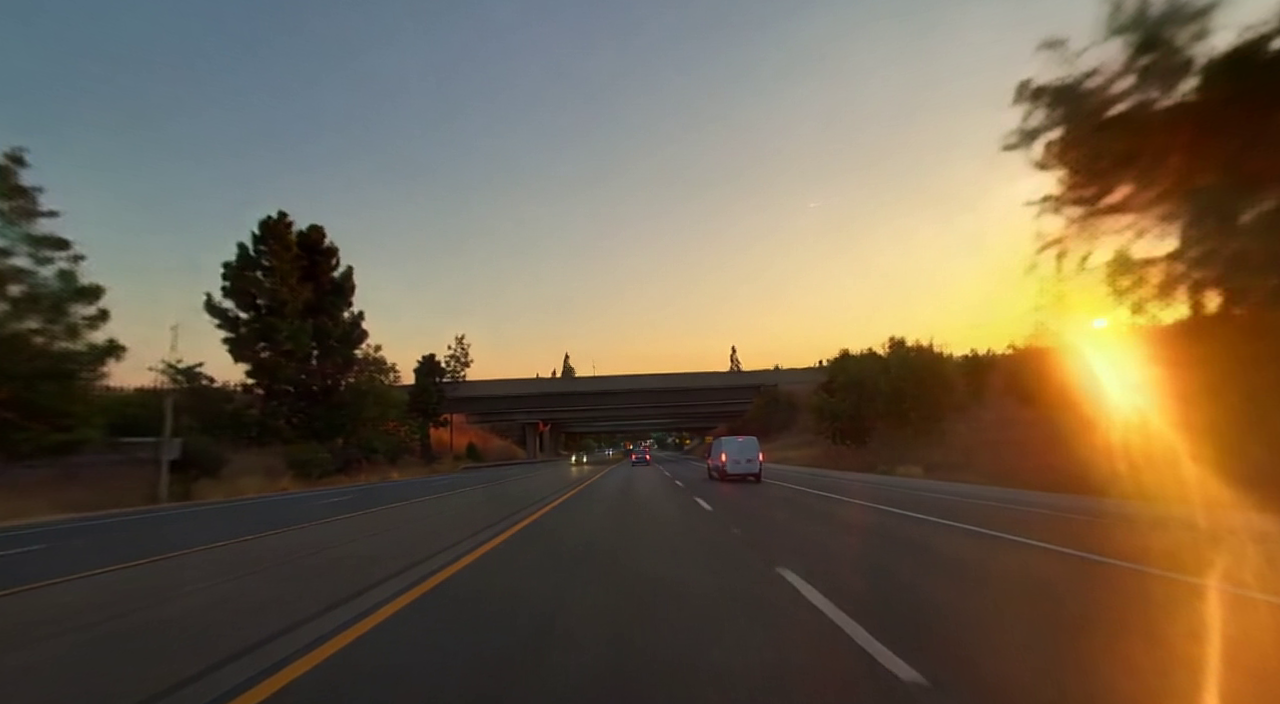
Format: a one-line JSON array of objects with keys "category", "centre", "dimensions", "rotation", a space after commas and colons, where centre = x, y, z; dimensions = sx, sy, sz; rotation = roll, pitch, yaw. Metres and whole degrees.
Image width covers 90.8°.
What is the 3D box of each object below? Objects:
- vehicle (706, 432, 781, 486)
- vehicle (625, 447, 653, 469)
[{"category": "vehicle", "centre": [4.125, 4.417, 26.236], "dimensions": [2.152, 1.998, 5.380], "rotation": [0, -9, -1]}, {"category": "vehicle", "centre": [-0.020, 8.049, 48.031], "dimensions": [2.013, 1.584, 3.995], "rotation": [0, -9, 1]}]
